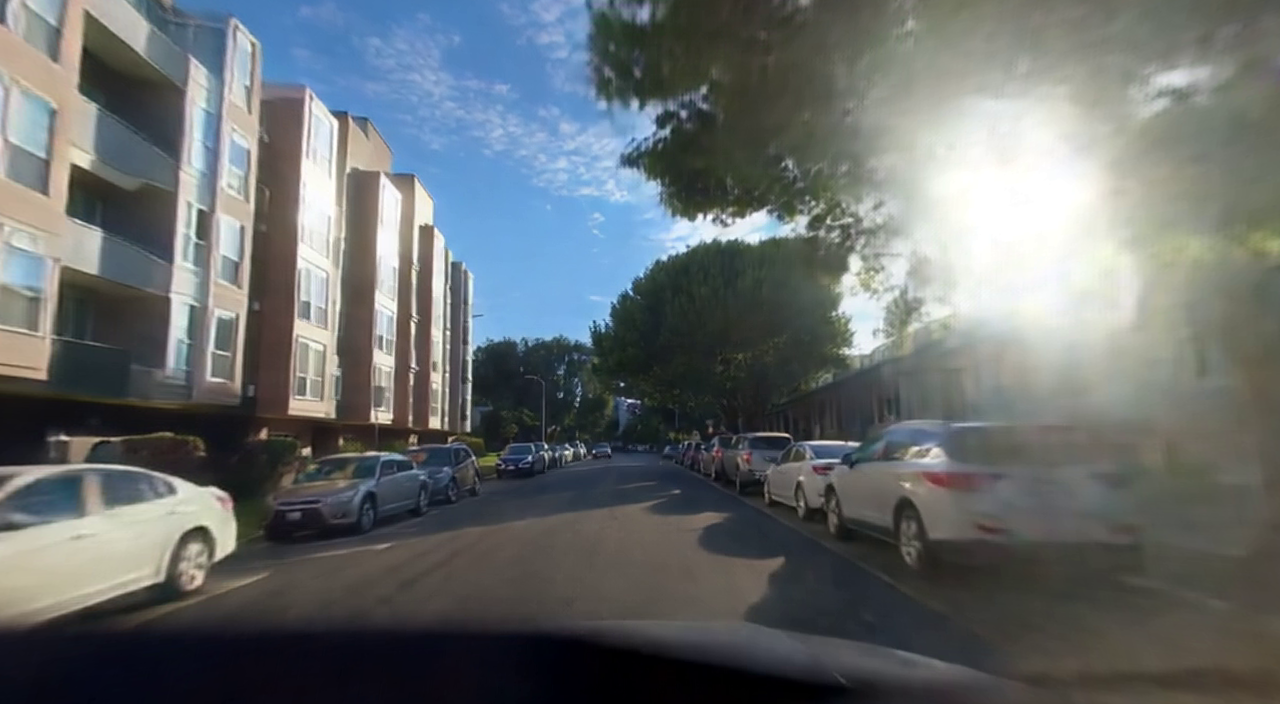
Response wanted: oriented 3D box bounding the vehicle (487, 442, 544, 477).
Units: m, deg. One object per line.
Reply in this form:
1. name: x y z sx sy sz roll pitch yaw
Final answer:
1. vehicle: -5.589 4.872 28.936 1.647 1.481 4.433 0 -8 1

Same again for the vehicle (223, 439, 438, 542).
1. vehicle: -5.319 2.385 11.665 1.711 1.500 4.510 0 -8 -1

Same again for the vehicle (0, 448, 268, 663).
1. vehicle: -5.106 1.469 4.913 1.649 1.408 4.665 0 -8 -1

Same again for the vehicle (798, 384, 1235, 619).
1. vehicle: 3.530 1.515 7.464 1.912 1.781 5.159 0 -8 -1
